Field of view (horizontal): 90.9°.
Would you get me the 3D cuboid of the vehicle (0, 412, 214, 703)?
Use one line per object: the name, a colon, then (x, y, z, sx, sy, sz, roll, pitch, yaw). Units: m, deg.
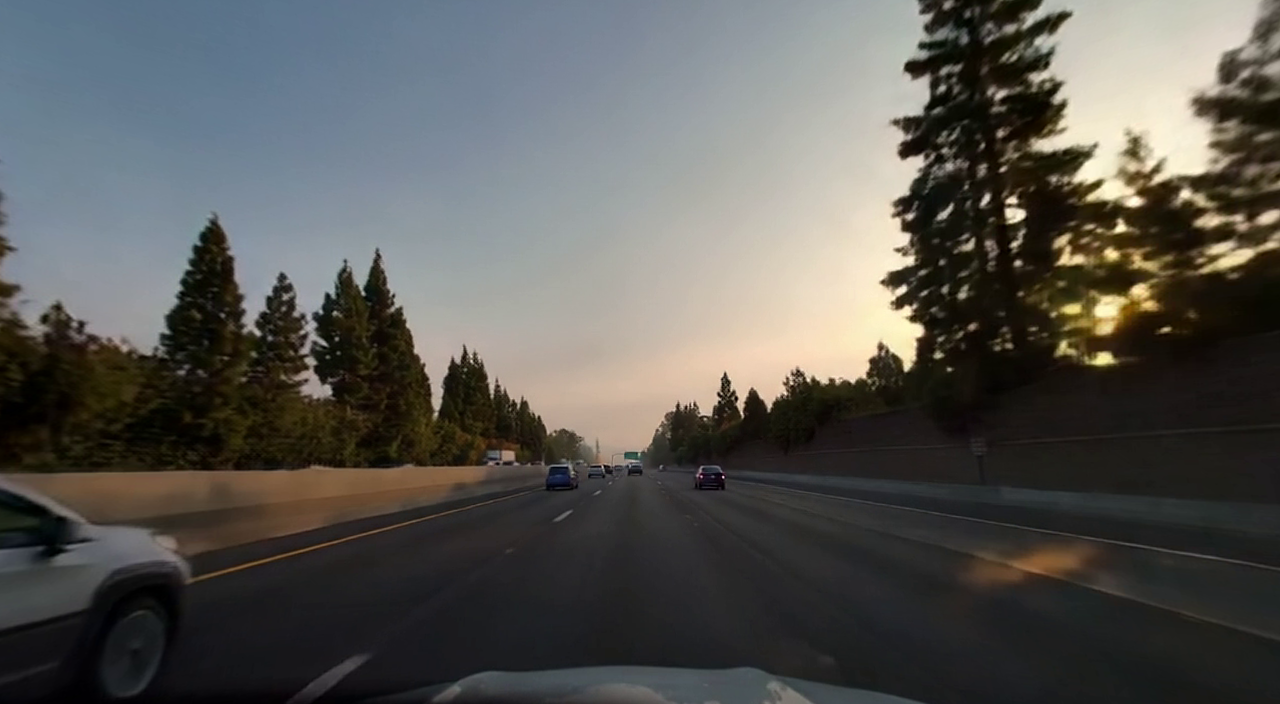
vehicle: (-3.580, 0.751, 1.315, 2.004, 1.468, 4.812, 1, -10, 0)

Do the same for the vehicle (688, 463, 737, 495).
vehicle: (3.680, 6.541, 32.704, 1.981, 1.516, 4.109, 1, -10, 0)

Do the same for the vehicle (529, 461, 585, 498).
vehicle: (-3.640, 5.679, 28.232, 2.000, 1.484, 3.995, 1, -10, -1)

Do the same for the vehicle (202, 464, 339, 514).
vehicle: (-12.441, 4.638, 21.647, 1.916, 1.493, 4.490, 0, -10, 0)

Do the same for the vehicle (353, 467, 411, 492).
vehicle: (-15.645, 7.741, 38.408, 1.895, 1.428, 3.703, 1, -10, 0)
